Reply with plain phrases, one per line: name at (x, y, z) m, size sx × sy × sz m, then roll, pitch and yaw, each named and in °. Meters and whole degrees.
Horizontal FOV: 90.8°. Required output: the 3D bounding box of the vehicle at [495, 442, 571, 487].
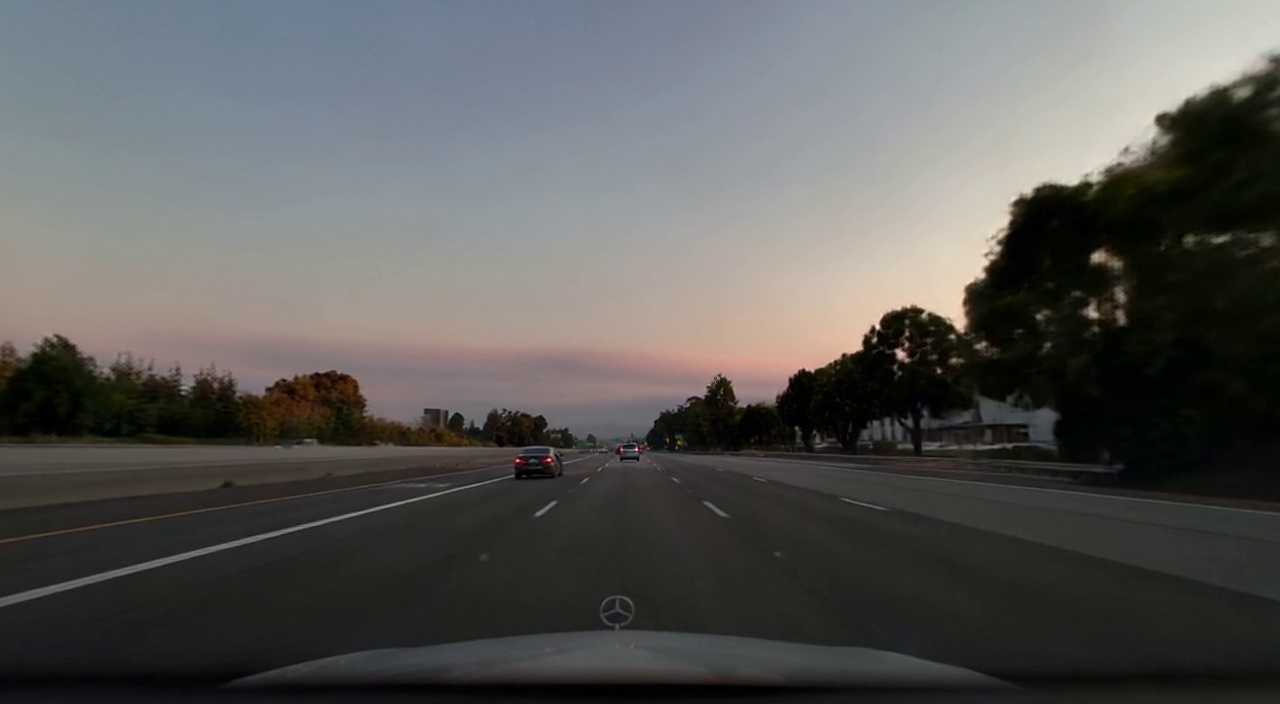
vehicle at (-4.105, 4.383, 25.071) m, size 2.140 × 1.574 × 4.946 m, roll 0°, pitch -8°, yaw 0°
